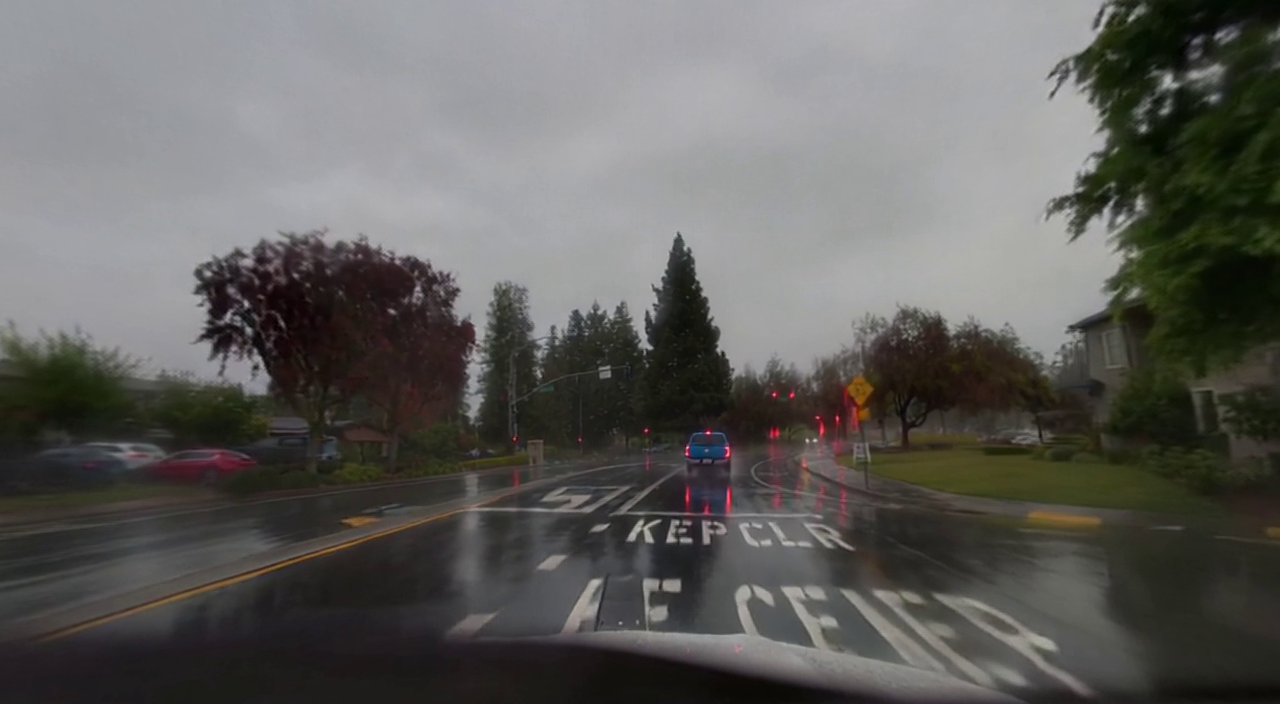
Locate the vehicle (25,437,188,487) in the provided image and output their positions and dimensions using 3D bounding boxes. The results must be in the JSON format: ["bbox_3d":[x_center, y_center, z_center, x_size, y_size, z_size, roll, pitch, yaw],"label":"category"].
[{"bbox_3d":[-19.472,4.018,23.205,4.168,1.735,1.925,0,-9,0],"label":"vehicle"}]

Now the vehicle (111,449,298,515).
[{"bbox_3d":[-12.185,3.618,18.143,1.873,1.508,4.483,-2,-7,6],"label":"vehicle"}]

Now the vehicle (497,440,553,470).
[{"bbox_3d":[-7.836,7.031,43.535,2.053,1.822,4.852,-3,-7,12],"label":"vehicle"}]

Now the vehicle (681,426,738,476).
[{"bbox_3d":[3.093,4.260,27.325,2.153,1.942,4.767,-2,-9,9],"label":"vehicle"}]
